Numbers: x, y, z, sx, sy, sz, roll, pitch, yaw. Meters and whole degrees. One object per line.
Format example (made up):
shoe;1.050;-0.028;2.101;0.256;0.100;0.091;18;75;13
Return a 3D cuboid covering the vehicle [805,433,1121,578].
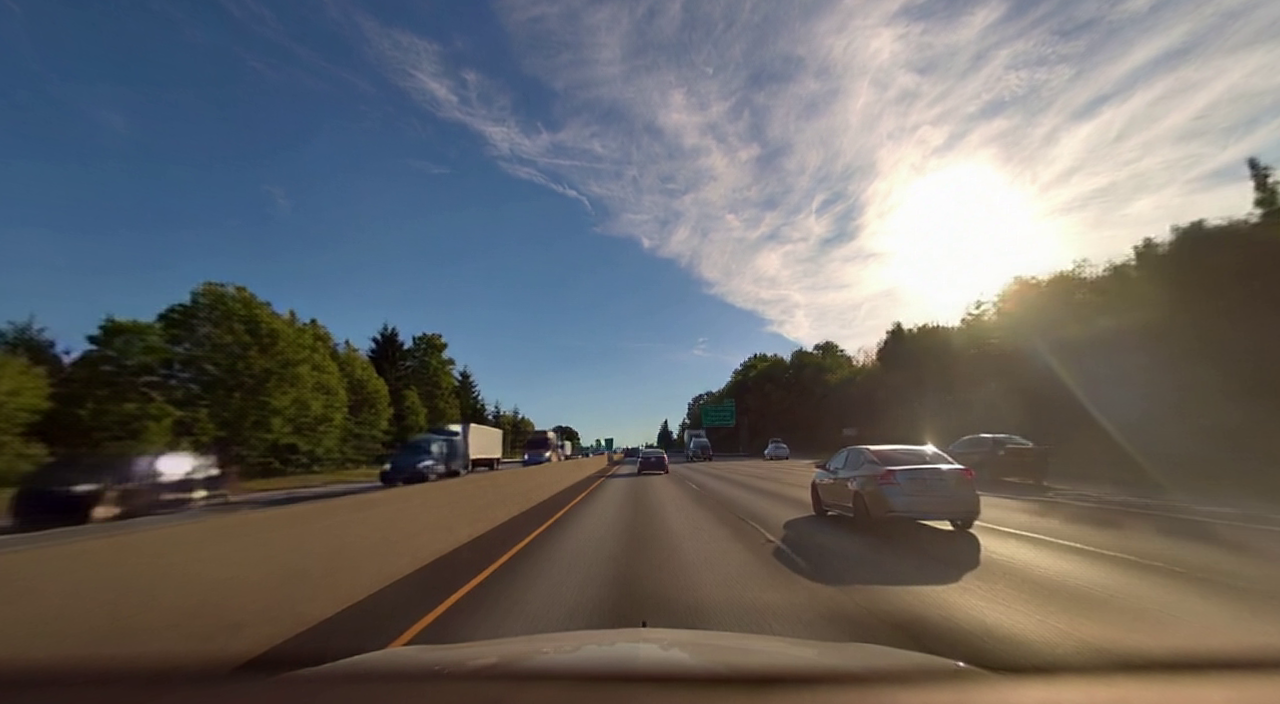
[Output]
vehicle;3.906;1.925;8.707;2.029;1.475;4.279;0;-9;-1

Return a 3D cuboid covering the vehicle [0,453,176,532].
vehicle;-14.394;3.416;15.872;2.095;1.670;4.187;0;-9;2

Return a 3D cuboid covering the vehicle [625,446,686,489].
vehicle;0.569;4.436;24.555;2.177;1.520;4.278;0;-9;1

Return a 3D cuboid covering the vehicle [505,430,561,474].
vehicle;-7.756;7.378;46.706;2.687;2.948;7.422;0;-9;1

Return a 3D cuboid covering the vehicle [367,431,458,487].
vehicle;-11.937;5.688;33.682;2.479;2.706;5.906;0;-9;2
